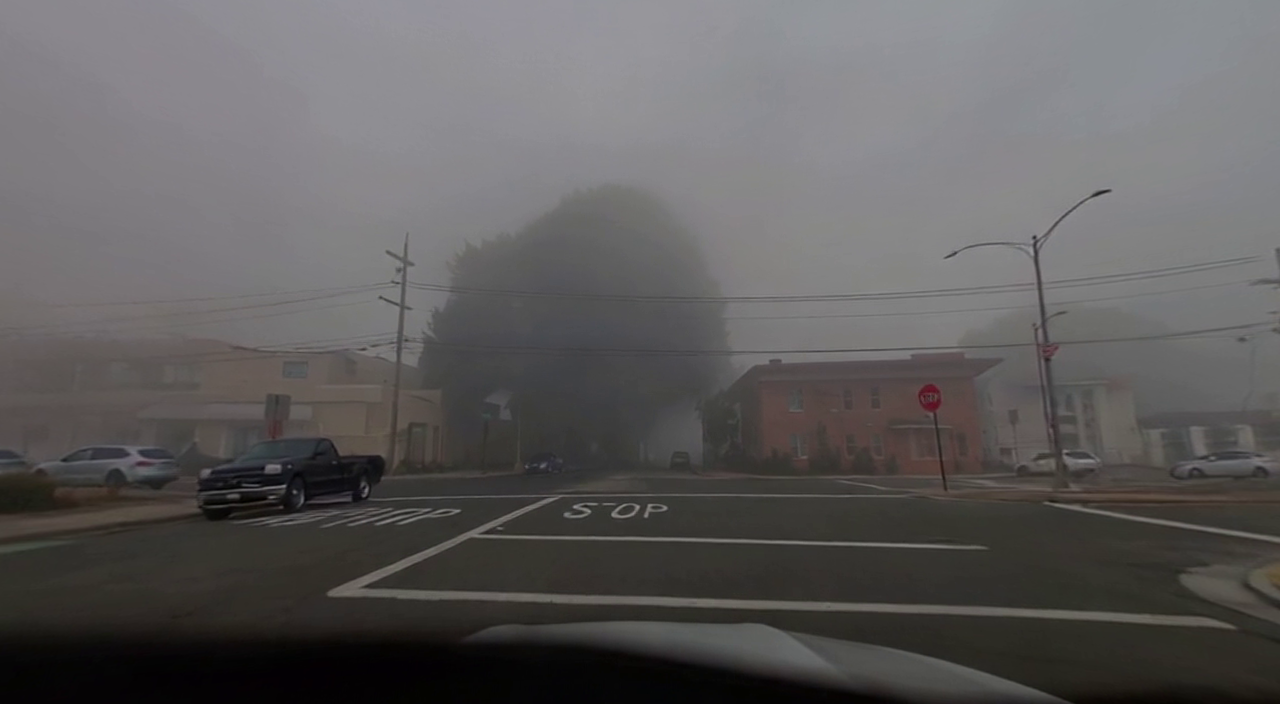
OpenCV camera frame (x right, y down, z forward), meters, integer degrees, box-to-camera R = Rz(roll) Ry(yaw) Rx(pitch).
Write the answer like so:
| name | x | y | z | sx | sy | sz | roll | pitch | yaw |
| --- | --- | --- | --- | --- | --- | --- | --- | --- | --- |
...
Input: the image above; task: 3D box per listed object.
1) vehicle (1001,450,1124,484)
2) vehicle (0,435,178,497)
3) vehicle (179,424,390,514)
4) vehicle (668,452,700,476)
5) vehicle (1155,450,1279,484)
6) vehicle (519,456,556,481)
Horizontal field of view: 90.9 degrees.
| name | x | y | z | sx | sy | sz | roll | pitch | yaw |
| --- | --- | --- | --- | --- | --- | --- | --- | --- | --- |
| vehicle | 20.312 | 5.518 | 30.420 | 4.528 | 1.458 | 1.939 | 0 | -7 | 0 |
| vehicle | -16.331 | 3.191 | 17.968 | 2.010 | 1.583 | 4.582 | -7 | -11 | 39 |
| vehicle | -7.504 | 2.572 | 14.092 | 2.156 | 1.620 | 4.945 | 1 | -10 | -5 |
| vehicle | 2.841 | 7.356 | 41.637 | 1.851 | 1.471 | 4.372 | 0 | -8 | 0 |
| vehicle | 27.805 | 5.505 | 30.304 | 4.323 | 1.507 | 1.896 | 0 | -8 | 1 |
| vehicle | -7.294 | 8.290 | 45.147 | 1.904 | 1.475 | 3.784 | 0 | -6 | 2 |
